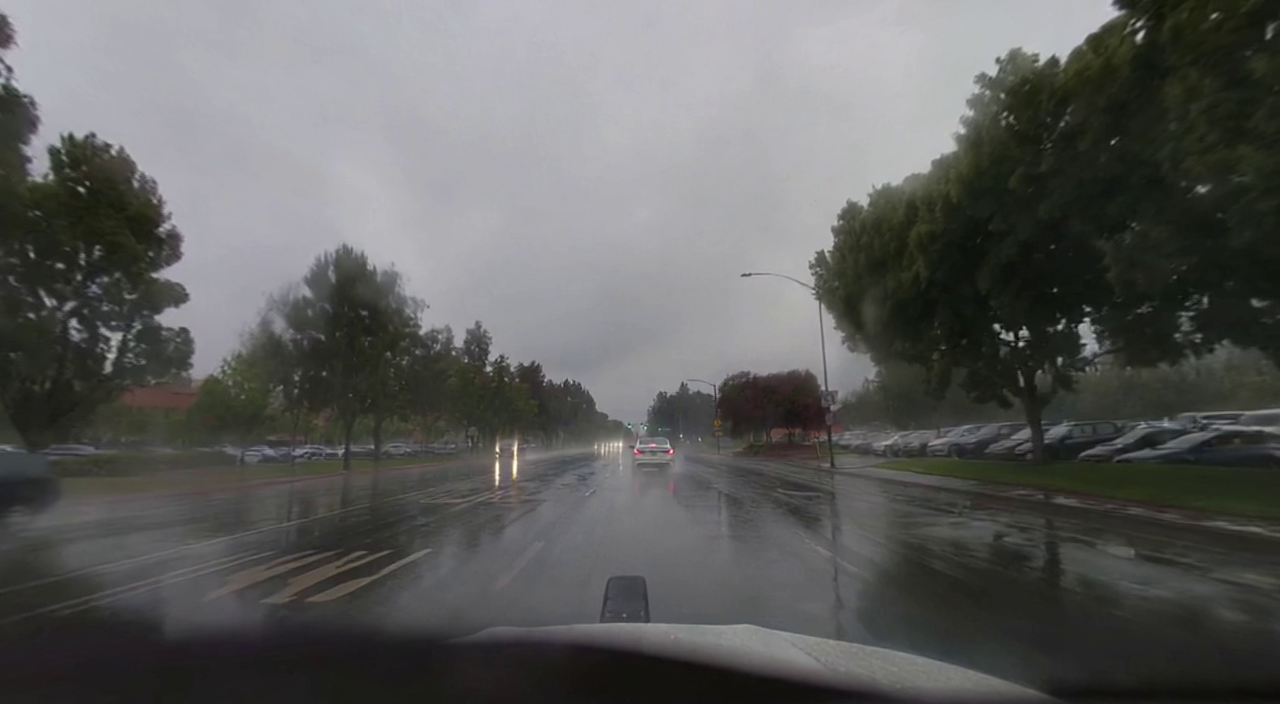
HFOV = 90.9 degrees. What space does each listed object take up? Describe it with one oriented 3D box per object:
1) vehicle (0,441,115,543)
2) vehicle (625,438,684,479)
[{"bbox_3d":[-11.884,2.384,10.755,1.995,1.715,4.413,0,-8,0],"label":"vehicle"},{"bbox_3d":[0.499,4.081,24.425,2.093,1.442,3.977,0,-8,-1],"label":"vehicle"}]
